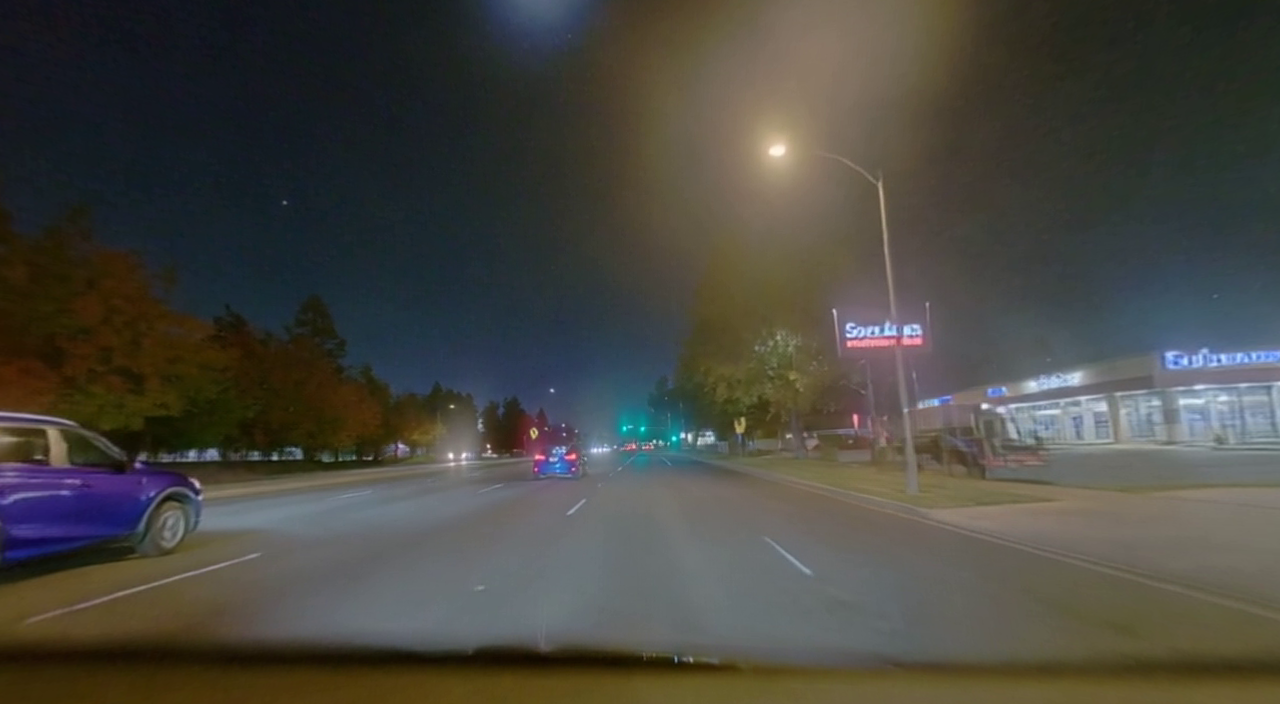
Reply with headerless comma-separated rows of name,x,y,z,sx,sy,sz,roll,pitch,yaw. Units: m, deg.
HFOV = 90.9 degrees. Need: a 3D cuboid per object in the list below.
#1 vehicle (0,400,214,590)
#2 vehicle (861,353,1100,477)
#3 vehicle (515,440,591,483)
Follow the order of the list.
vehicle,-6.883,1.389,6.313,2.043,1.726,4.472,0,-9,0
vehicle,12.059,2.679,24.301,2.995,3.704,10.928,0,-9,-1
vehicle,-3.193,4.130,24.078,2.152,1.479,4.394,0,-9,1
